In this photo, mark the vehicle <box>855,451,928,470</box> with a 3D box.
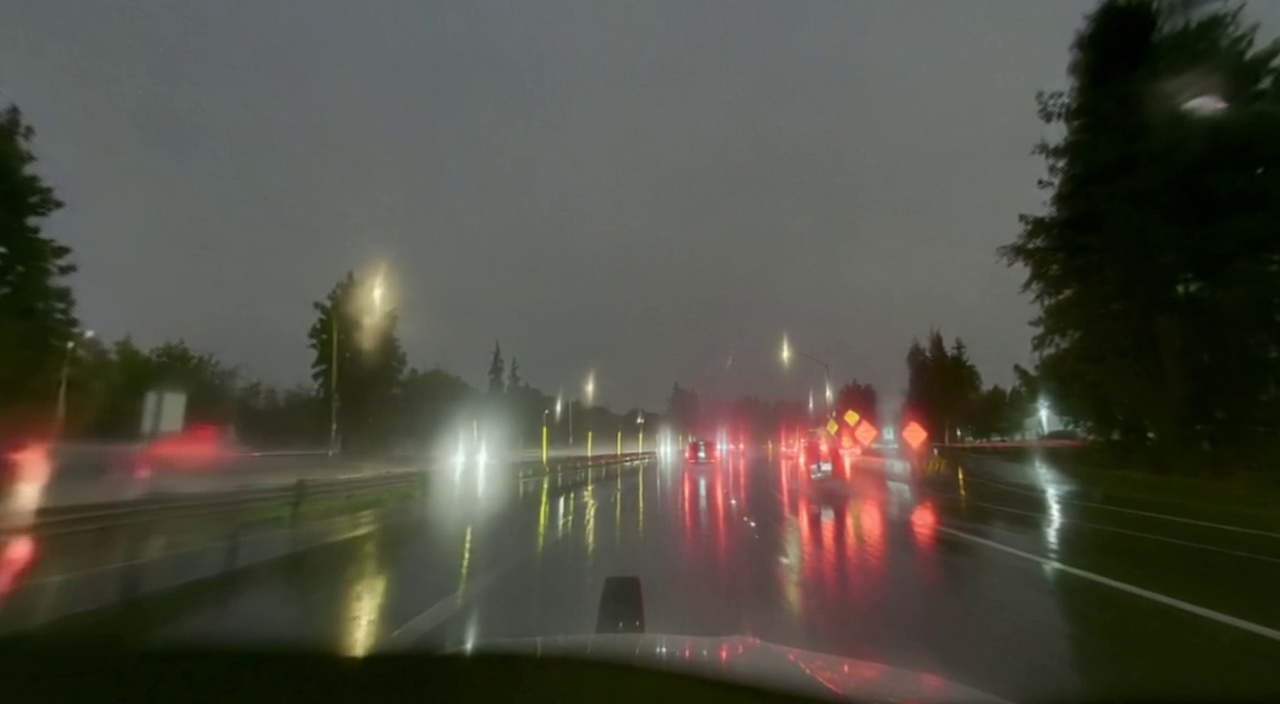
[{"bbox_3d":[15.286,6.618,38.748,3.503,1.020,4.269,-2,-9,13],"label":"vehicle"}]

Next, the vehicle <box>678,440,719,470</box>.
[{"bbox_3d":[3.712,6.357,39.230,2.201,1.676,4.541,-1,-8,10],"label":"vehicle"}]

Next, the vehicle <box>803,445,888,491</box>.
[{"bbox_3d":[7.370,4.176,23.124,2.044,1.474,4.083,0,-8,5],"label":"vehicle"}]
